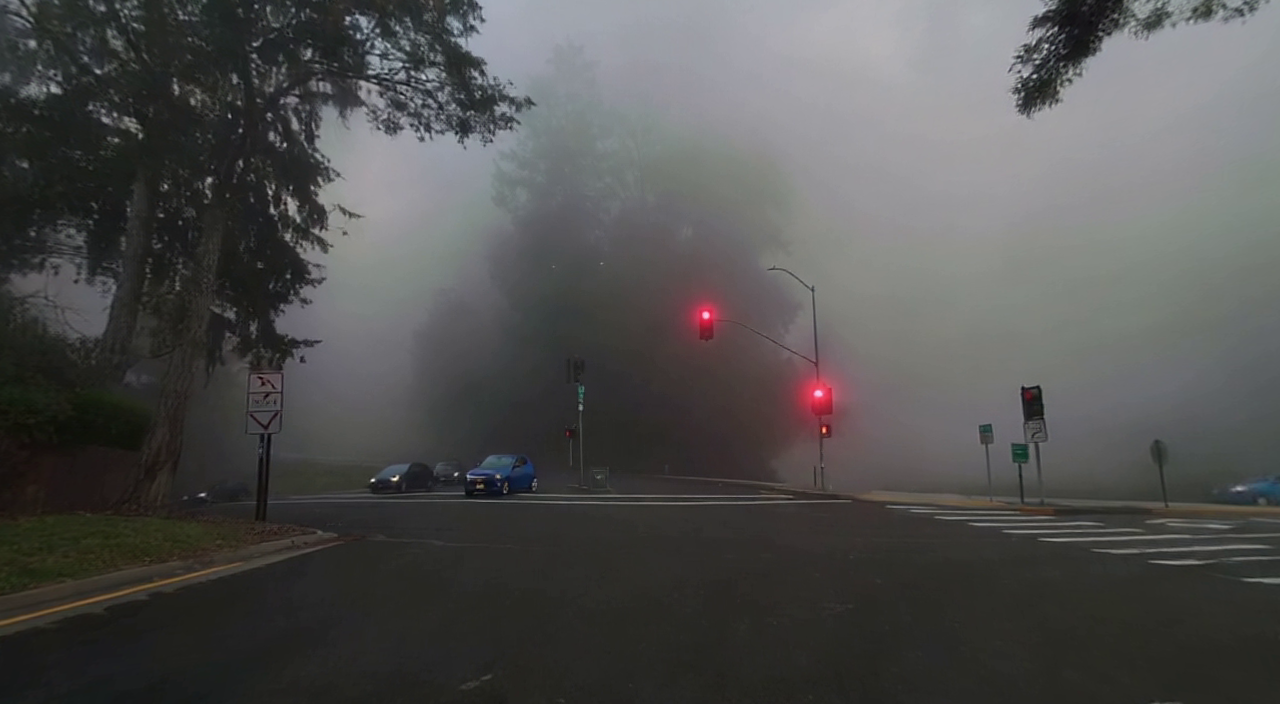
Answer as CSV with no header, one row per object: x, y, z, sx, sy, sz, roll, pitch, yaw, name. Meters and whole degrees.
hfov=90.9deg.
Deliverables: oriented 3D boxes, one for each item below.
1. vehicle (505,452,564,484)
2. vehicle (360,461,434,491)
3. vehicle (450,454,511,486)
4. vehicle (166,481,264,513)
-5.225,5.804,31.815,2.107,1.456,4.728,0,-8,1,vehicle
-16.581,8.451,43.377,2.050,1.755,5.135,-2,-9,15,vehicle
-8.039,5.974,32.095,1.960,1.433,4.213,0,-8,1,vehicle
-24.417,8.304,36.370,4.491,1.500,2.029,5,-10,-33,vehicle
